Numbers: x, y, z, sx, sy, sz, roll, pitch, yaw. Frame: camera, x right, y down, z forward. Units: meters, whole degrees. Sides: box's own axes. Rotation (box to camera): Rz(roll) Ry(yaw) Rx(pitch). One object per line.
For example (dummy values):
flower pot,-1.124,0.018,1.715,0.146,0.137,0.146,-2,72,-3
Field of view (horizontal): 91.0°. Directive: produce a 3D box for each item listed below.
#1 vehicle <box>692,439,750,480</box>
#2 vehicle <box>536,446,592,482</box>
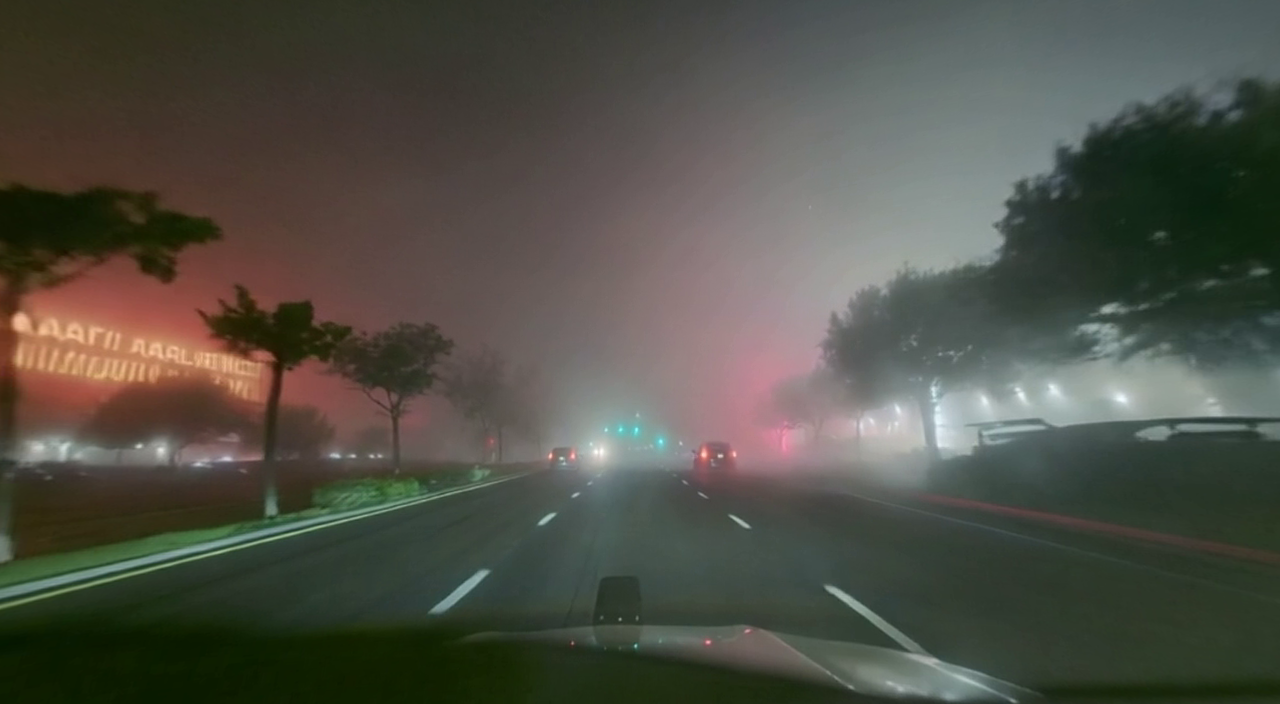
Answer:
vehicle,3.744,5.052,29.795,2.083,1.743,4.354,0,-9,-1
vehicle,-3.315,4.987,28.253,2.005,1.477,4.169,0,-9,0
